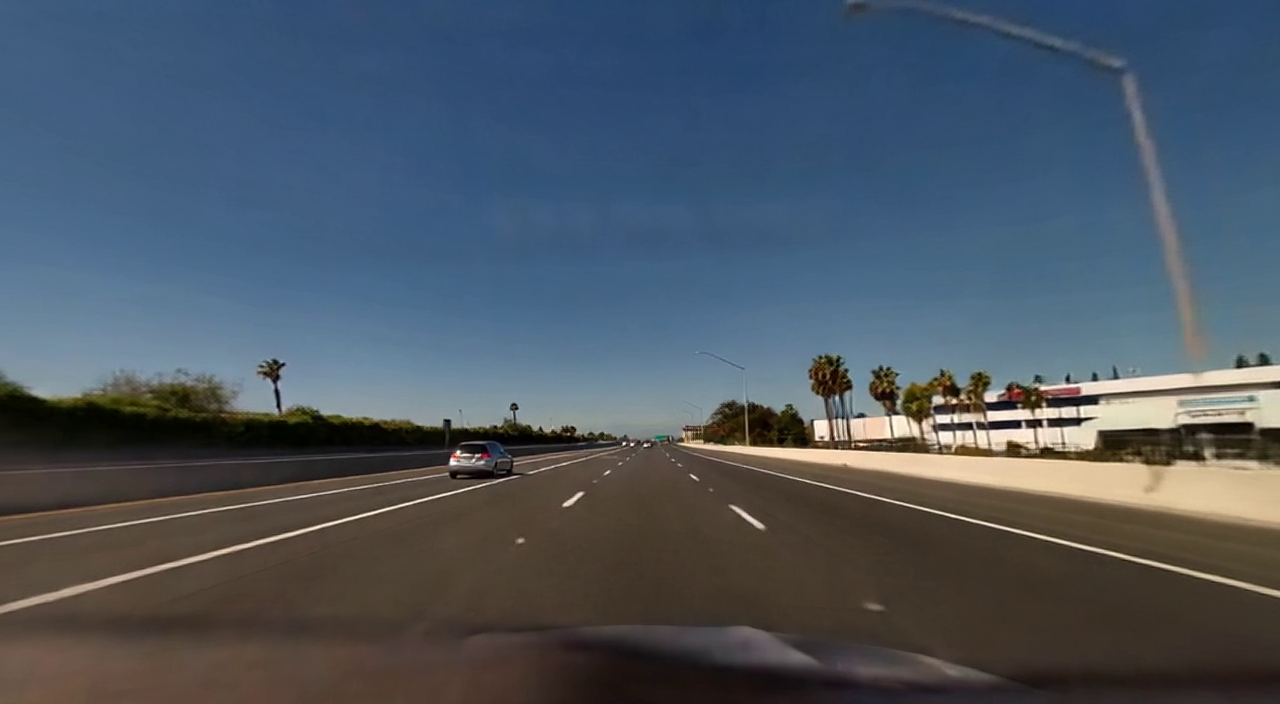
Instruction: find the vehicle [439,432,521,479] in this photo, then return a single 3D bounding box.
[{"bbox_3d":[-6.671,4.363,26.879,2.145,1.793,4.762,0,-8,1],"label":"vehicle"}]
